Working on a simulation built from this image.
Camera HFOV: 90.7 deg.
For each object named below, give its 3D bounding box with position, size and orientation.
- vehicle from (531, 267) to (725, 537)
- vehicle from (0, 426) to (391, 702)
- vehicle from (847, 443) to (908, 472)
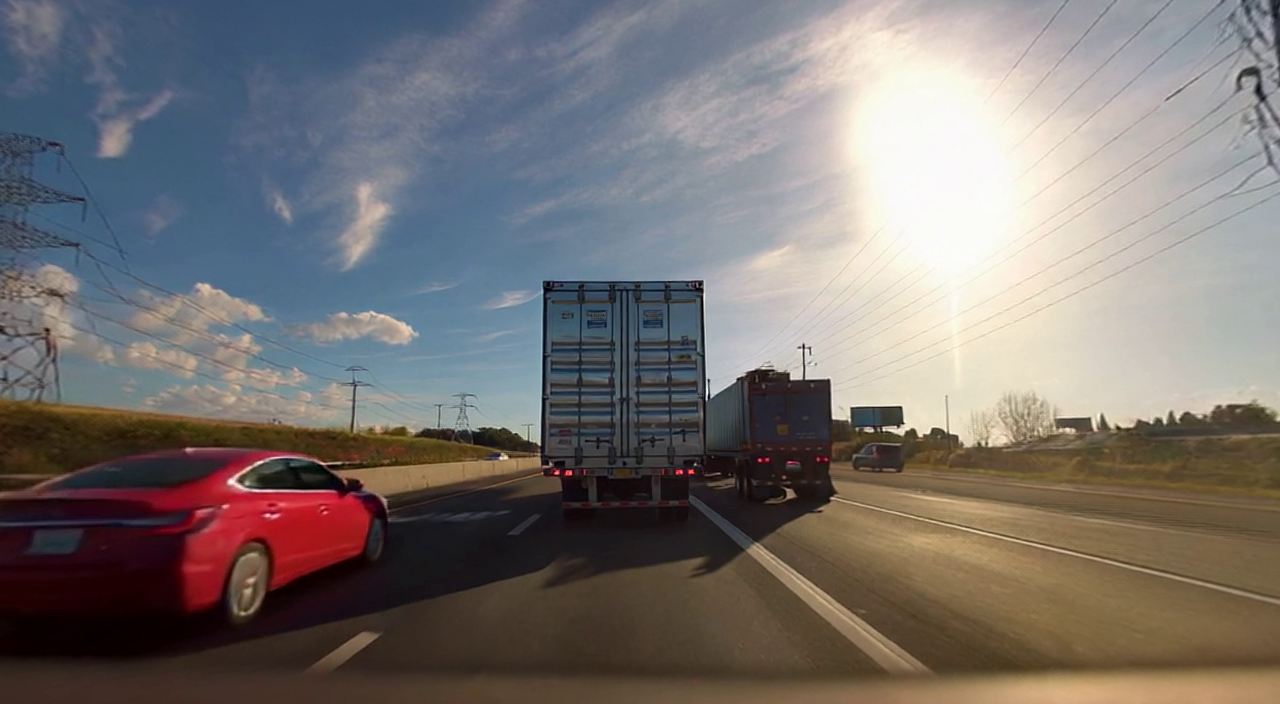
[{"bbox_3d":[-0.172,1.584,15.559,2.841,4.071,12.046,0,-9,0],"label":"vehicle"},{"bbox_3d":[-4.182,1.497,5.756,1.993,1.475,4.540,0,-9,0],"label":"vehicle"},{"bbox_3d":[12.768,5.706,34.280,1.766,1.452,3.703,0,-9,-2],"label":"vehicle"}]
